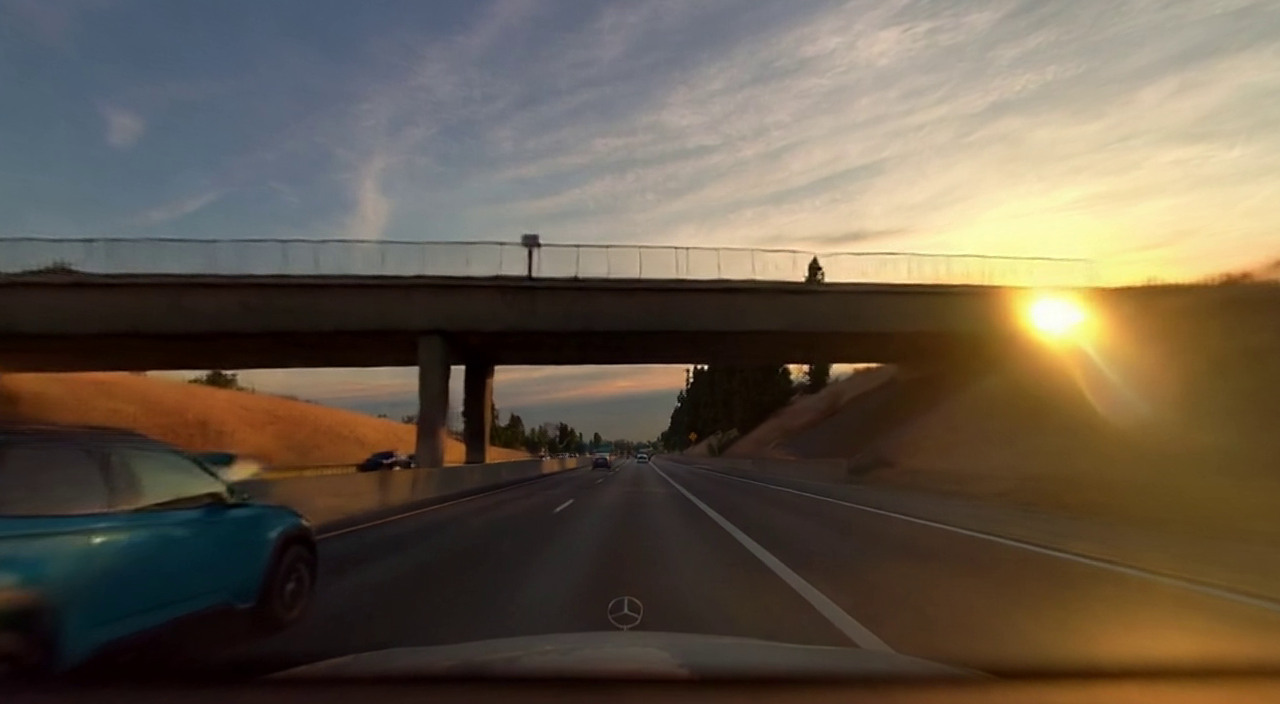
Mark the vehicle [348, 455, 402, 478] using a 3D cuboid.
[{"bbox_3d":[-18.125,7.813,43.362,1.785,1.459,4.516,0,-9,-1],"label":"vehicle"}]

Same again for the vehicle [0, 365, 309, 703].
[{"bbox_3d":[-3.500,0.814,1.975,2.274,1.628,4.807,0,-9,0],"label":"vehicle"}]
